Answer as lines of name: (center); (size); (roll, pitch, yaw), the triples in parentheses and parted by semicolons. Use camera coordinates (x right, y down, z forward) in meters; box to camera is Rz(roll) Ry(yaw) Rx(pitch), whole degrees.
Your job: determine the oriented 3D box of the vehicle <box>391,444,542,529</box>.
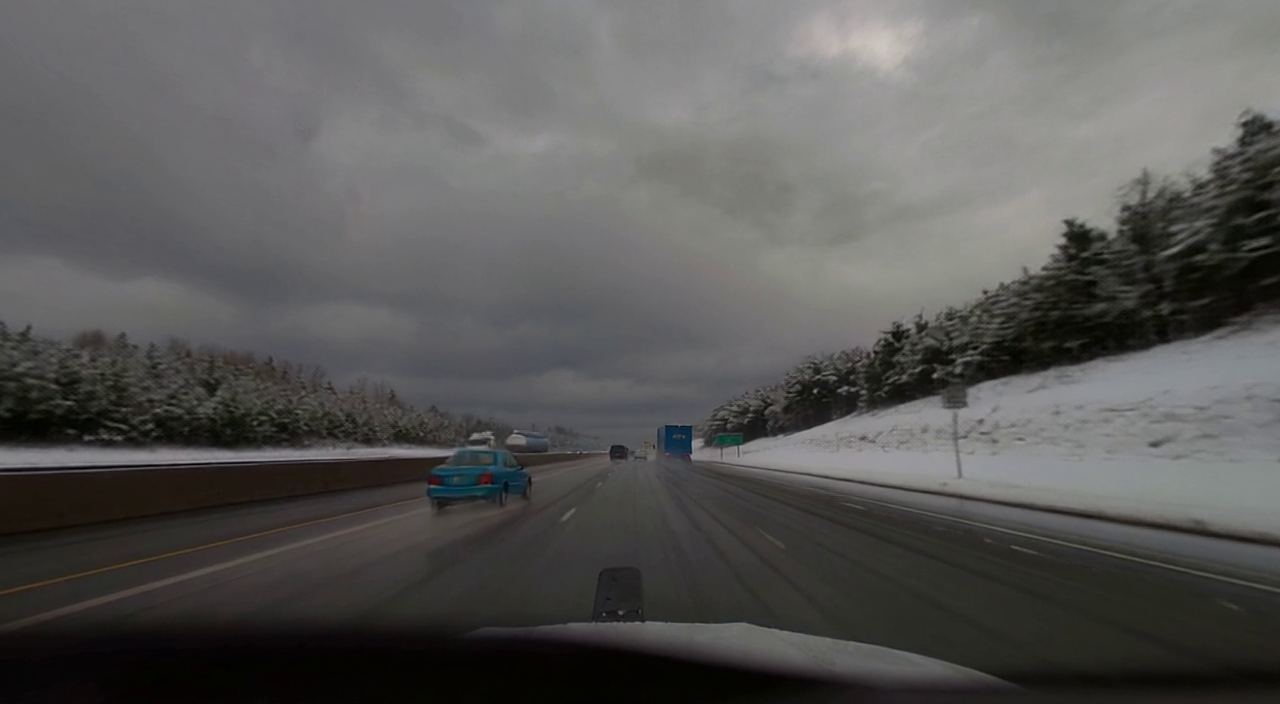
vehicle: (-3.428, 2.720, 13.326); (2.013, 1.498, 3.908); (-1, -9, 1)
